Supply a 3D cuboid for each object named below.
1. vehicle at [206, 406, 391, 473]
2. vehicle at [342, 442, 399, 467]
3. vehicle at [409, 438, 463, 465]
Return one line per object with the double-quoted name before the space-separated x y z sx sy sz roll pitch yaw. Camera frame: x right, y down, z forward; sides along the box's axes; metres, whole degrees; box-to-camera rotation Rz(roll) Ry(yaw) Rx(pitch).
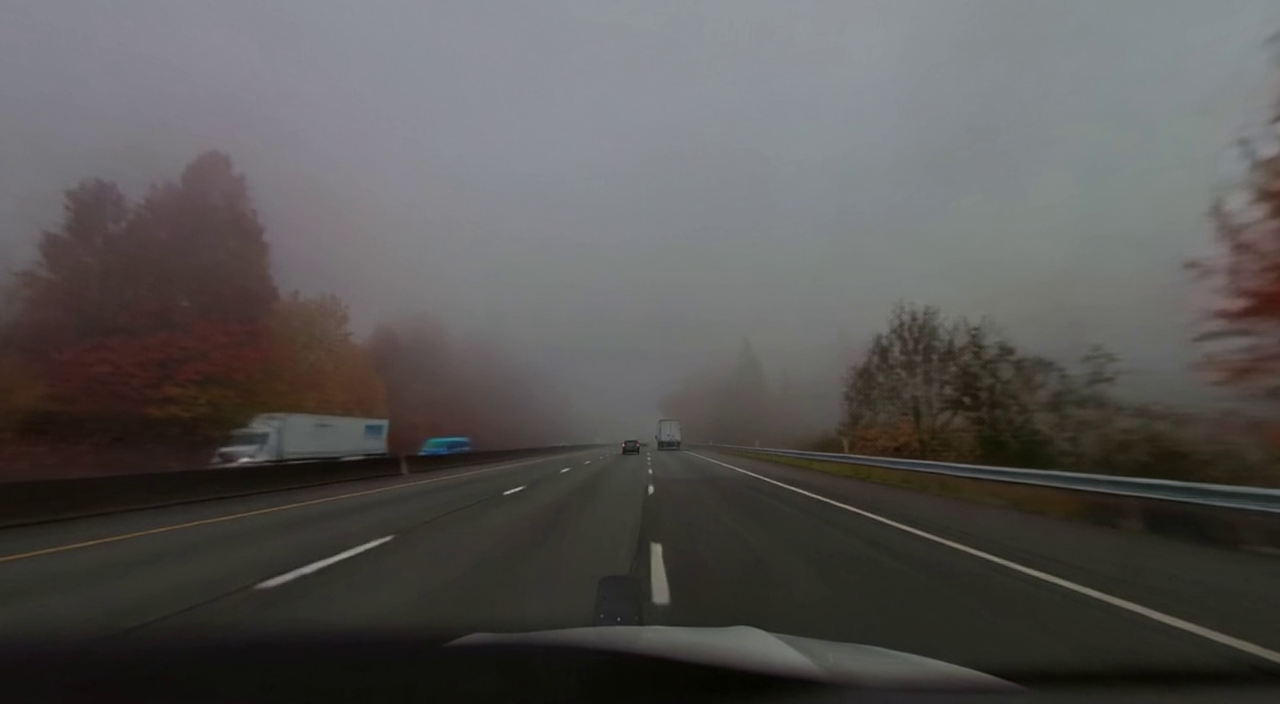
"vehicle" -22.630 6.125 43.929 3.424 3.766 16.922 -1 -8 1
"vehicle" -18.627 7.052 43.572 2.072 1.602 4.032 -1 -8 1
"vehicle" -14.166 6.912 43.904 2.066 1.794 4.755 -1 -8 2
